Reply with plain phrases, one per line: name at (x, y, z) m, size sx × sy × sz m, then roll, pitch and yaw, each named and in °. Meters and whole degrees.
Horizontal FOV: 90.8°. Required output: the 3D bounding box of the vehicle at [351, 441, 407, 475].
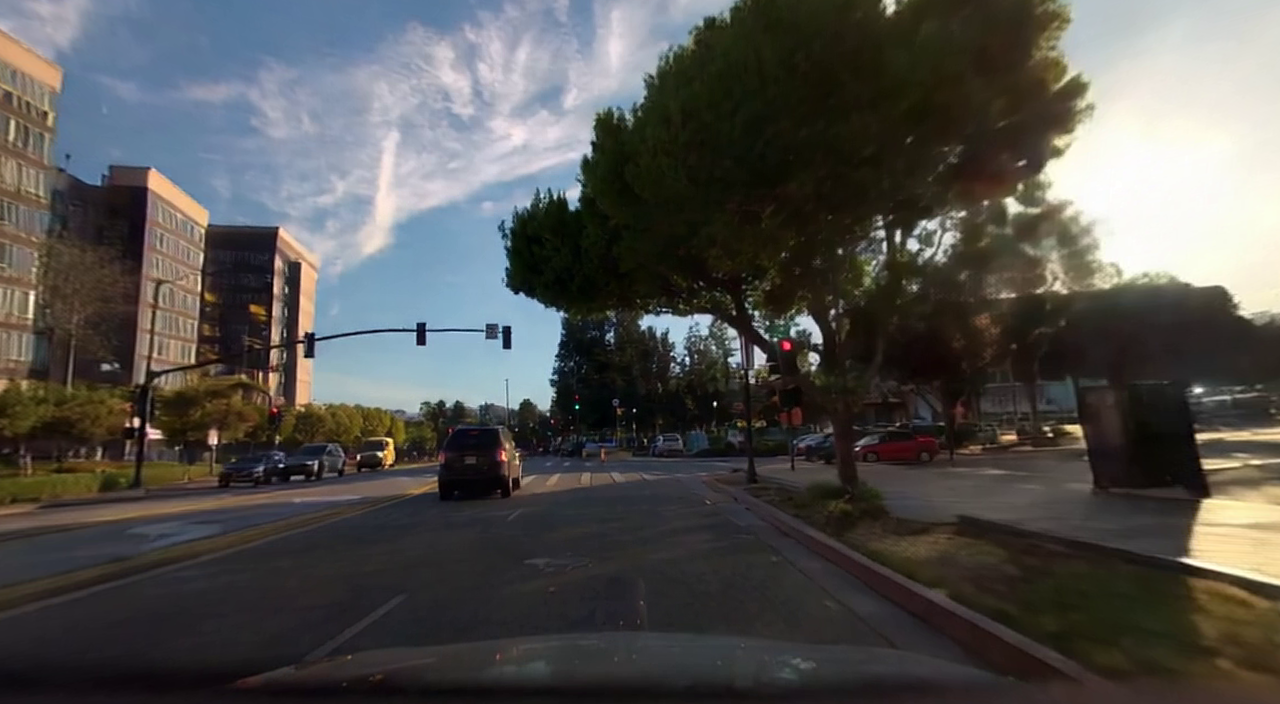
vehicle at (-14.898, 6.036, 36.327) m, size 2.433 × 1.784 × 4.681 m, roll 2°, pitch -9°, yaw -17°

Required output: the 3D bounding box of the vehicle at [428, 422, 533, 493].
vehicle at (-4.552, 3.108, 18.906) m, size 2.134 × 1.799 × 5.082 m, roll 0°, pitch -9°, yaw -4°

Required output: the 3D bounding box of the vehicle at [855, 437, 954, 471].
vehicle at (14.777, 5.711, 35.565) m, size 4.857 × 1.803 × 2.147 m, roll -3°, pitch -9°, yaw 20°

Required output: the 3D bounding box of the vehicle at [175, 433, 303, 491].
vehicle at (-16.928, 4.660, 27.187) m, size 2.555 × 2.199 × 5.958 m, roll 2°, pitch -9°, yaw -11°

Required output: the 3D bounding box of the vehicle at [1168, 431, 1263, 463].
vehicle at (36.564, 6.030, 40.178) m, size 4.439 × 1.764 × 2.259 m, roll 5°, pitch -8°, yaw -13°
